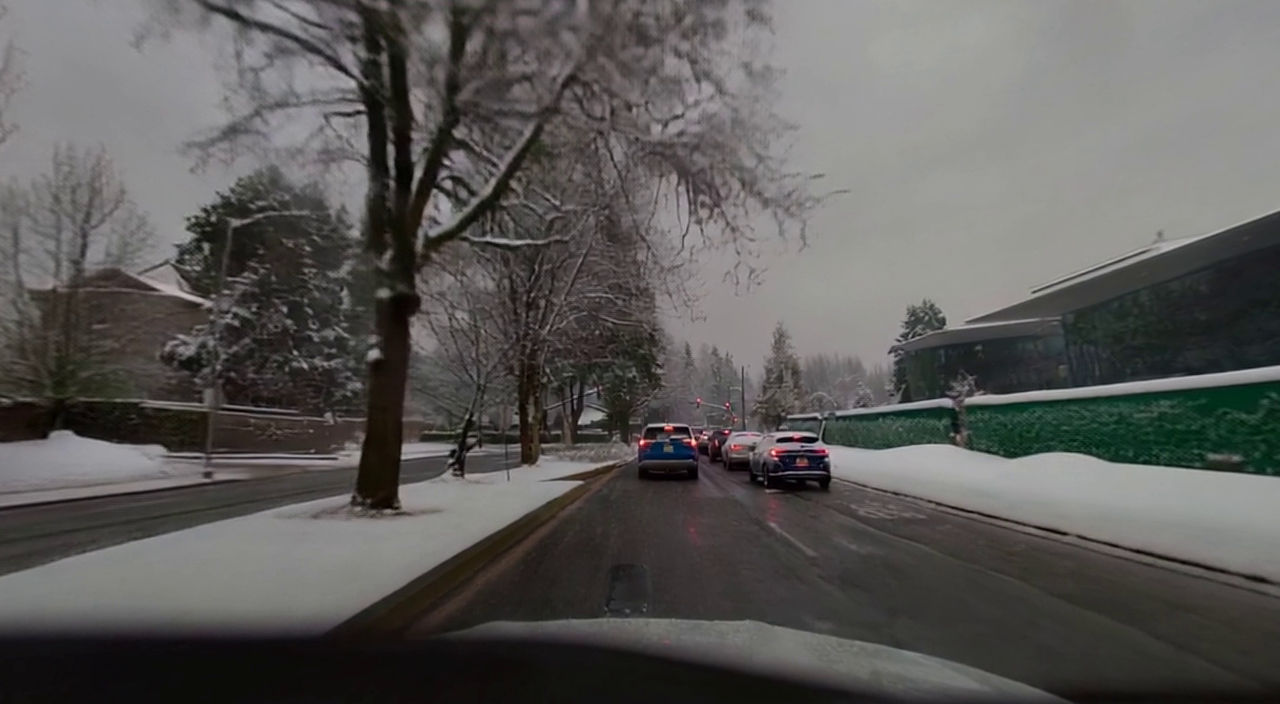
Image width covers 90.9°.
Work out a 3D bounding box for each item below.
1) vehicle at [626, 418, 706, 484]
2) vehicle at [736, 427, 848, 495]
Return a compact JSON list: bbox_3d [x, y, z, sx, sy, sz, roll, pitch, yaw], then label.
[{"bbox_3d":[0.873,3.284,21.014,2.386,1.947,4.168,-1,-8,3],"label":"vehicle"},{"bbox_3d":[4.236,3.132,18.436,2.138,1.699,4.852,0,-8,1],"label":"vehicle"}]
